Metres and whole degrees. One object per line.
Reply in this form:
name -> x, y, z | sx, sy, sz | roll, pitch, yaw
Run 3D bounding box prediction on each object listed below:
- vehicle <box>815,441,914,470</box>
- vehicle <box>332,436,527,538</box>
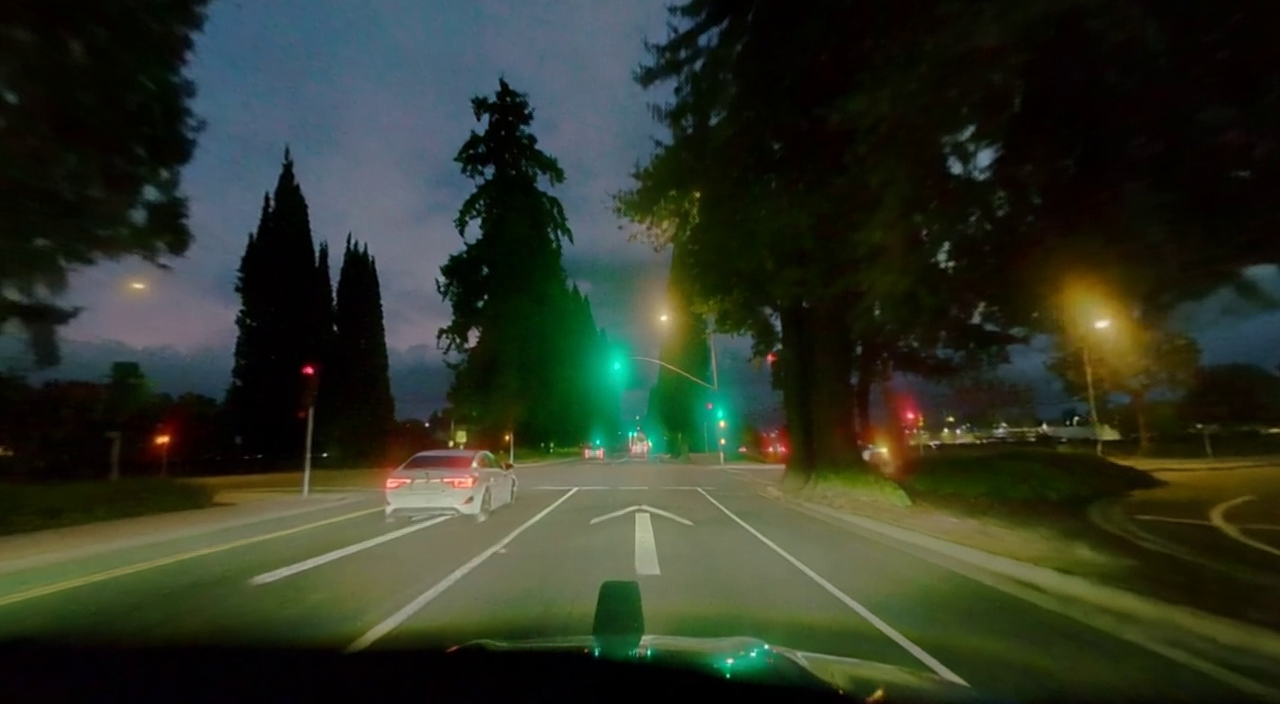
vehicle -> 12.042, 5.583, 34.081 | 4.632, 1.473, 1.889 | 1, -8, -3
vehicle -> -3.465, 2.293, 11.463 | 1.968, 1.459, 4.433 | 0, -8, 1
